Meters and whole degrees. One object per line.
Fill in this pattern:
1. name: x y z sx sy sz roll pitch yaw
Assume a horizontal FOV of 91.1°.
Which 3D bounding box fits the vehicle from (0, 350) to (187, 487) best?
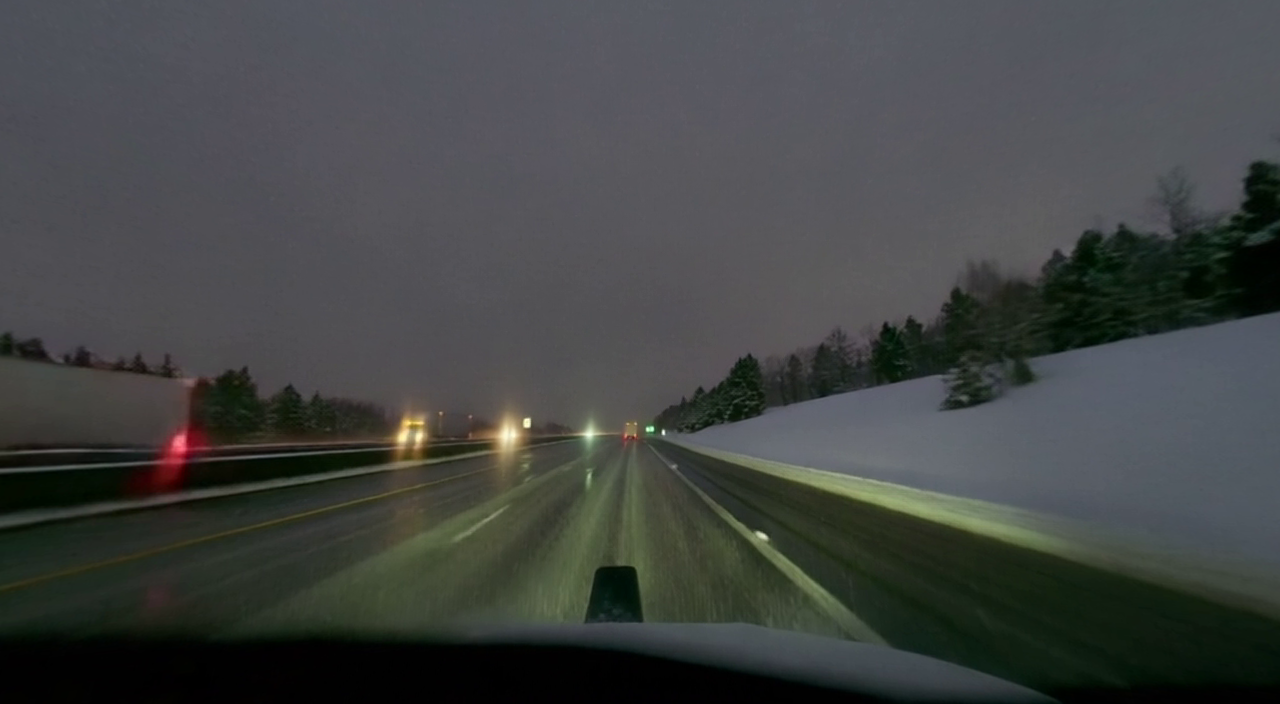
1. vehicle: -20.063 2.369 21.429 2.880 3.962 8.395 0 -8 0
